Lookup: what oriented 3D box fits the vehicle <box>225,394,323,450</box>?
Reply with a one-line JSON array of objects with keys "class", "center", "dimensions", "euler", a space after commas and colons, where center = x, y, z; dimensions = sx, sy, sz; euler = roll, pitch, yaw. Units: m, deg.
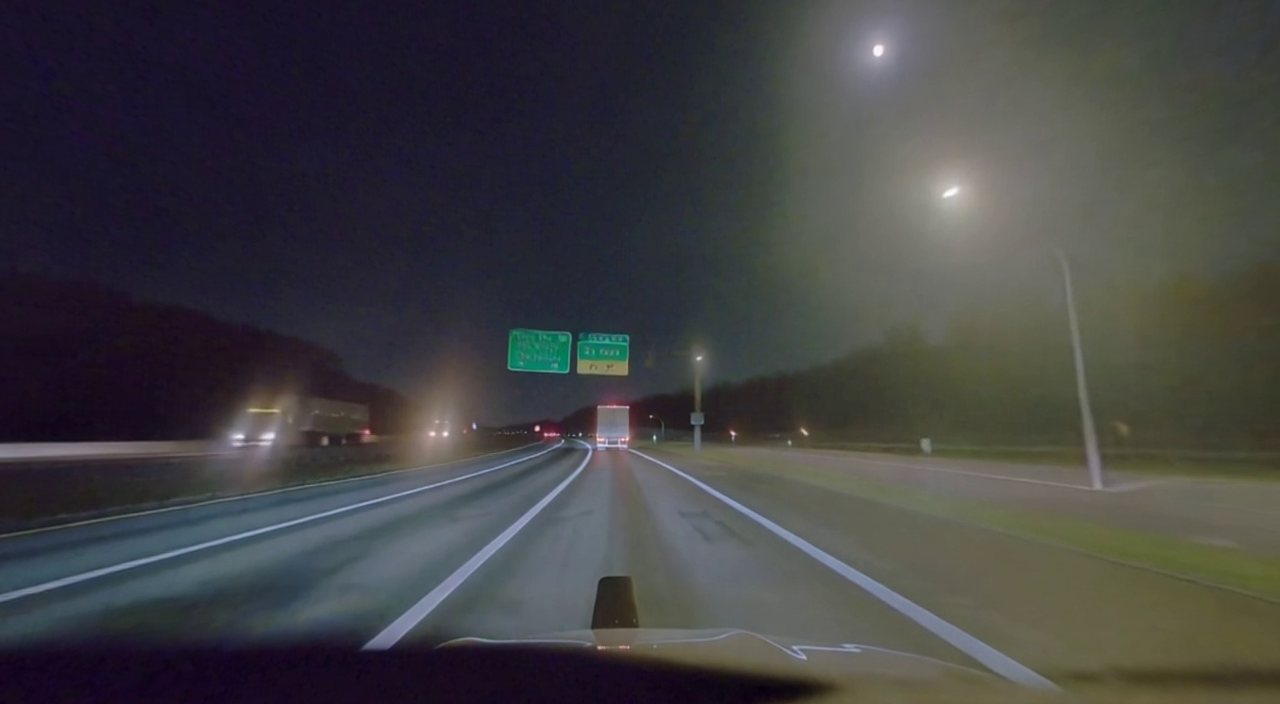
[{"class": "vehicle", "center": [-25.642, 5.029, 44.636], "dimensions": [3.431, 3.680, 6.045], "euler": [1, -8, -4]}]
